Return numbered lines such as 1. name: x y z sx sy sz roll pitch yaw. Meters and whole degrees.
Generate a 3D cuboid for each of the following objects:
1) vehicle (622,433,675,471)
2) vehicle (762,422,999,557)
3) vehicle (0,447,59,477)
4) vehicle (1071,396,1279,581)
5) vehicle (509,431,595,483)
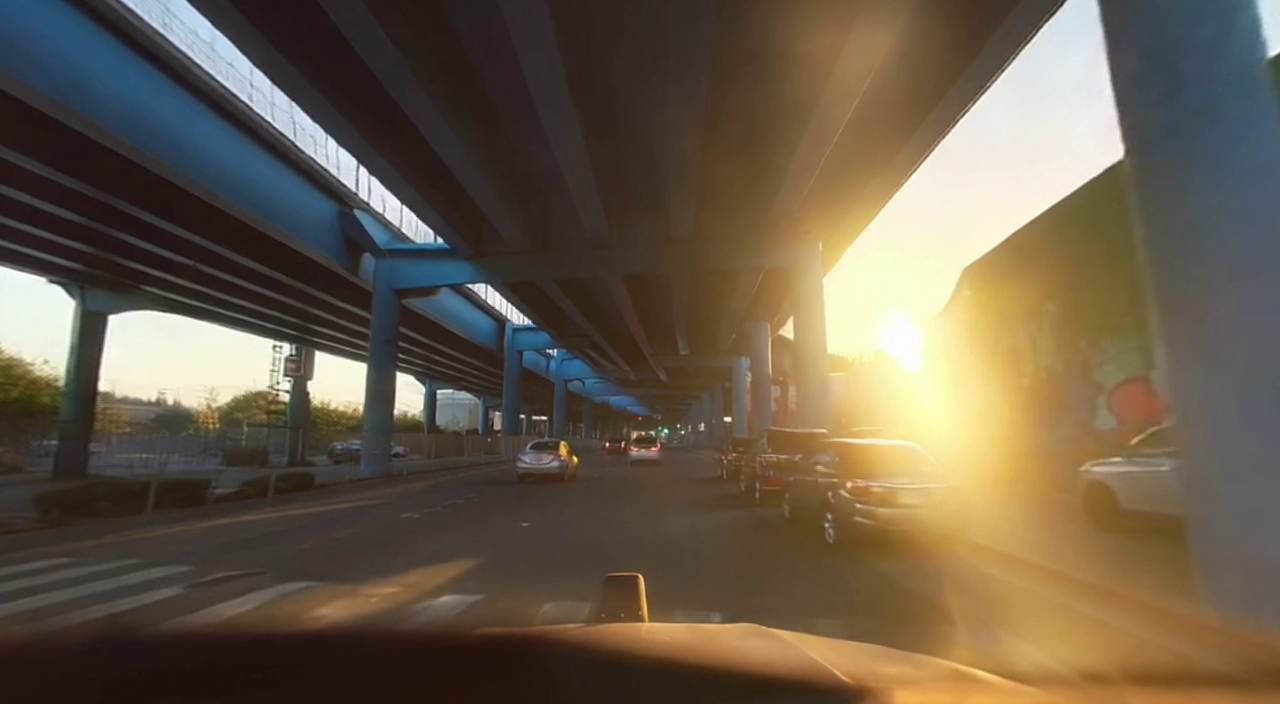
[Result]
1. vehicle: 0.402 4.403 28.030 2.155 1.571 3.734 0 -8 2
2. vehicle: 3.245 1.897 9.550 1.983 1.589 4.010 0 -8 0
3. vehicle: -33.688 5.809 33.355 4.152 1.520 1.914 9 -12 -39
4. vehicle: 7.616 1.532 7.385 2.275 1.834 4.294 1 -7 3
5. vehicle: -2.762 3.421 20.905 2.024 1.533 4.549 0 -8 2
